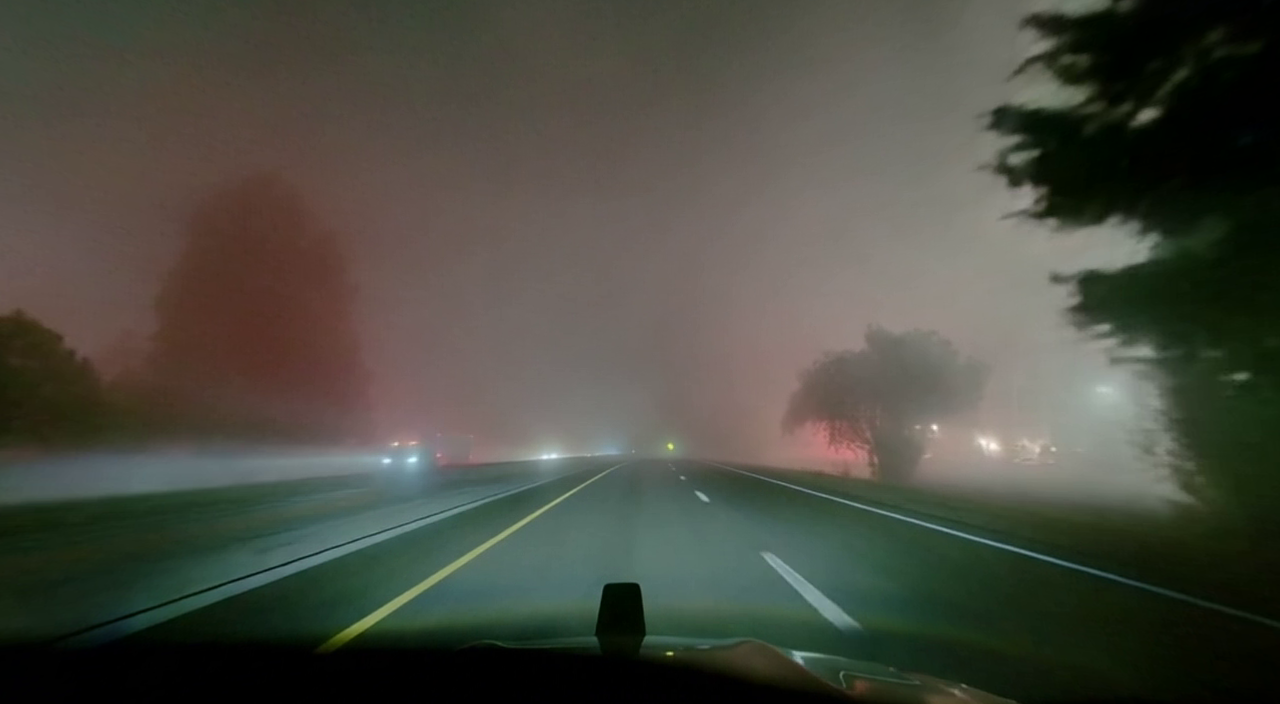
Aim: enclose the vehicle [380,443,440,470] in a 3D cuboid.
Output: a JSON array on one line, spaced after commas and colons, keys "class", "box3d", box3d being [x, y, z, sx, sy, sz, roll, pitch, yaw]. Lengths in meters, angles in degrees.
[{"class": "vehicle", "box3d": [-17.375, 7.933, 47.977, 2.203, 1.902, 5.750, -1, -9, 2]}]
